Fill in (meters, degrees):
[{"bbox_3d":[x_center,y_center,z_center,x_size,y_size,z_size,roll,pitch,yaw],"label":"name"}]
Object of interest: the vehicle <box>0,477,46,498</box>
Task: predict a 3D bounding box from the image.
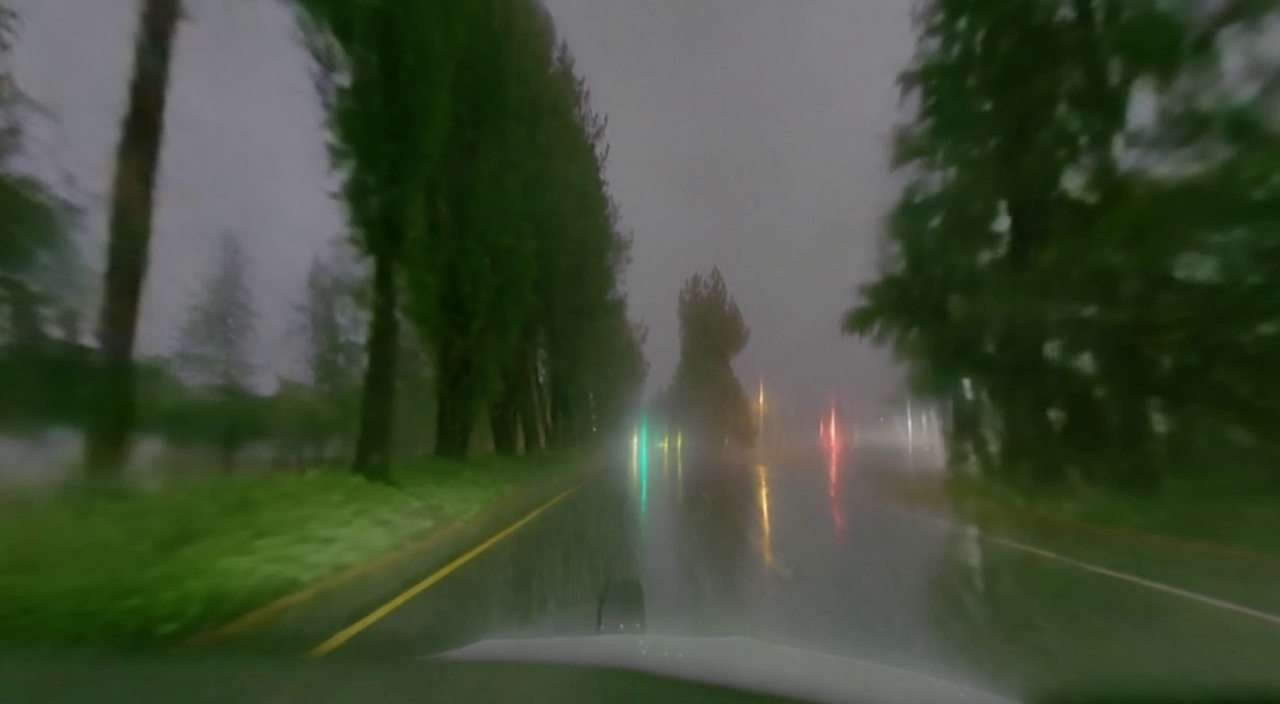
[{"bbox_3d":[-46.015,9.878,46.070,3.601,1.431,1.591,1,-8,-5],"label":"vehicle"}]
